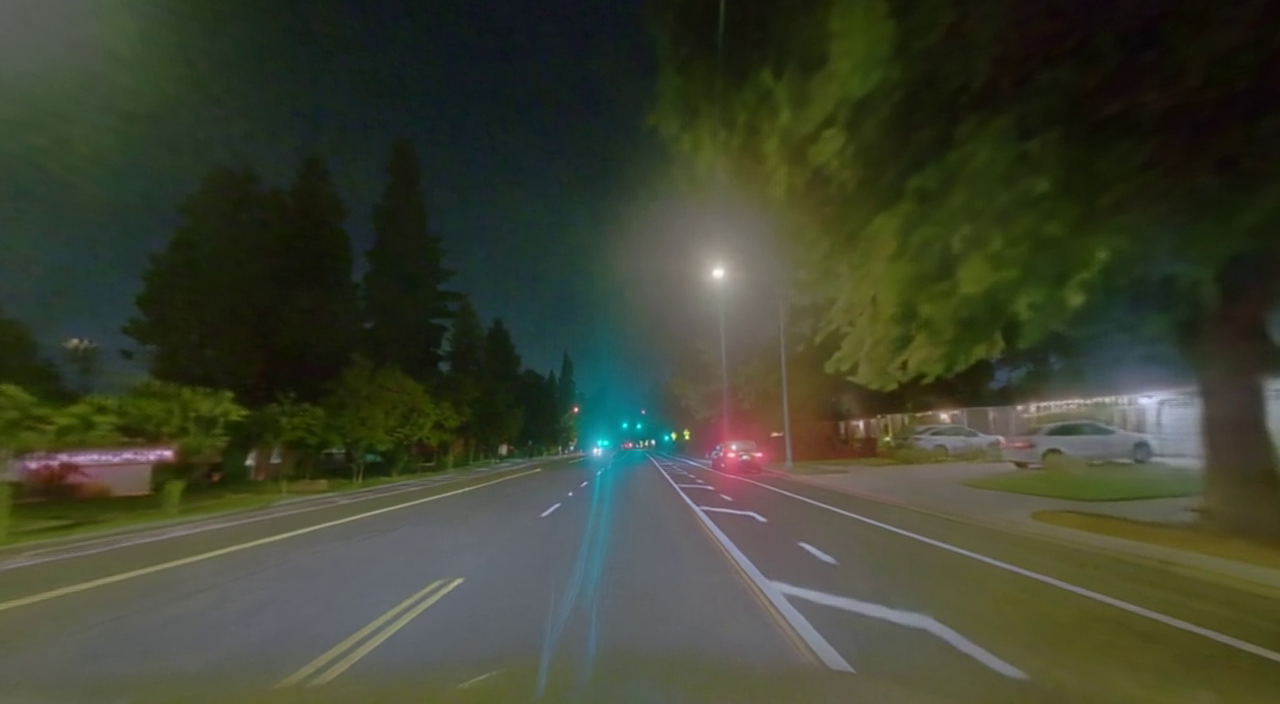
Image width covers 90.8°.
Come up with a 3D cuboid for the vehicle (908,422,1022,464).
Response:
[{"bbox_3d":[14.517,4.028,28.283,4.268,1.508,1.861,-2,-6,-15],"label":"vehicle"}]

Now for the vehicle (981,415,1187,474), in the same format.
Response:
[{"bbox_3d":[13.303,2.813,19.170,4.710,1.612,1.999,-1,-8,-2],"label":"vehicle"}]

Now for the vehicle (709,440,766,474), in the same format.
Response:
[{"bbox_3d":[4.843,5.313,32.103,1.995,1.553,4.628,0,-9,-2],"label":"vehicle"}]

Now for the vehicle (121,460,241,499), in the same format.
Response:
[{"bbox_3d":[-23.266,6.437,32.160,4.466,1.773,2.063,-1,-8,-2],"label":"vehicle"}]
